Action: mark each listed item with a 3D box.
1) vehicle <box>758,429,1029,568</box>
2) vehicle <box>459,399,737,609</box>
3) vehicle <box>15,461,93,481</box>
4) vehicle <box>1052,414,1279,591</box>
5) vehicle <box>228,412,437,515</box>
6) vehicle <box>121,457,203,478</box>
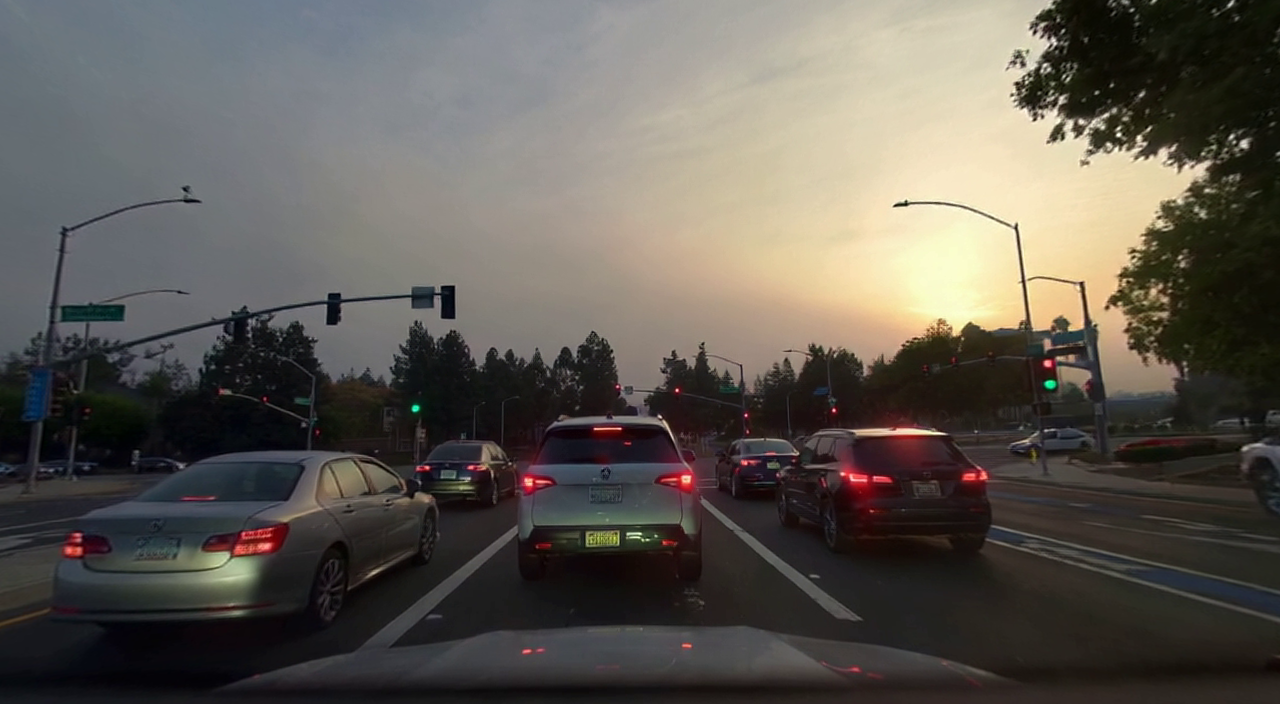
[{"bbox_3d":[3.154,1.908,9.043,1.971,1.473,4.495,0,-8,-1],"label":"vehicle"},{"bbox_3d":[-0.309,1.534,7.210,2.256,1.694,4.055,0,-8,1],"label":"vehicle"},{"bbox_3d":[-45.688,9.264,49.000,4.232,1.498,1.791,0,-8,1],"label":"vehicle"},{"bbox_3d":[6.570,1.444,6.325,1.941,1.532,4.152,0,-8,-1],"label":"vehicle"},{"bbox_3d":[-6.714,2.503,14.585,2.214,1.953,5.017,0,-8,1],"label":"vehicle"},{"bbox_3d":[-37.306,9.011,49.067,4.914,1.487,1.850,0,-8,1],"label":"vehicle"}]
